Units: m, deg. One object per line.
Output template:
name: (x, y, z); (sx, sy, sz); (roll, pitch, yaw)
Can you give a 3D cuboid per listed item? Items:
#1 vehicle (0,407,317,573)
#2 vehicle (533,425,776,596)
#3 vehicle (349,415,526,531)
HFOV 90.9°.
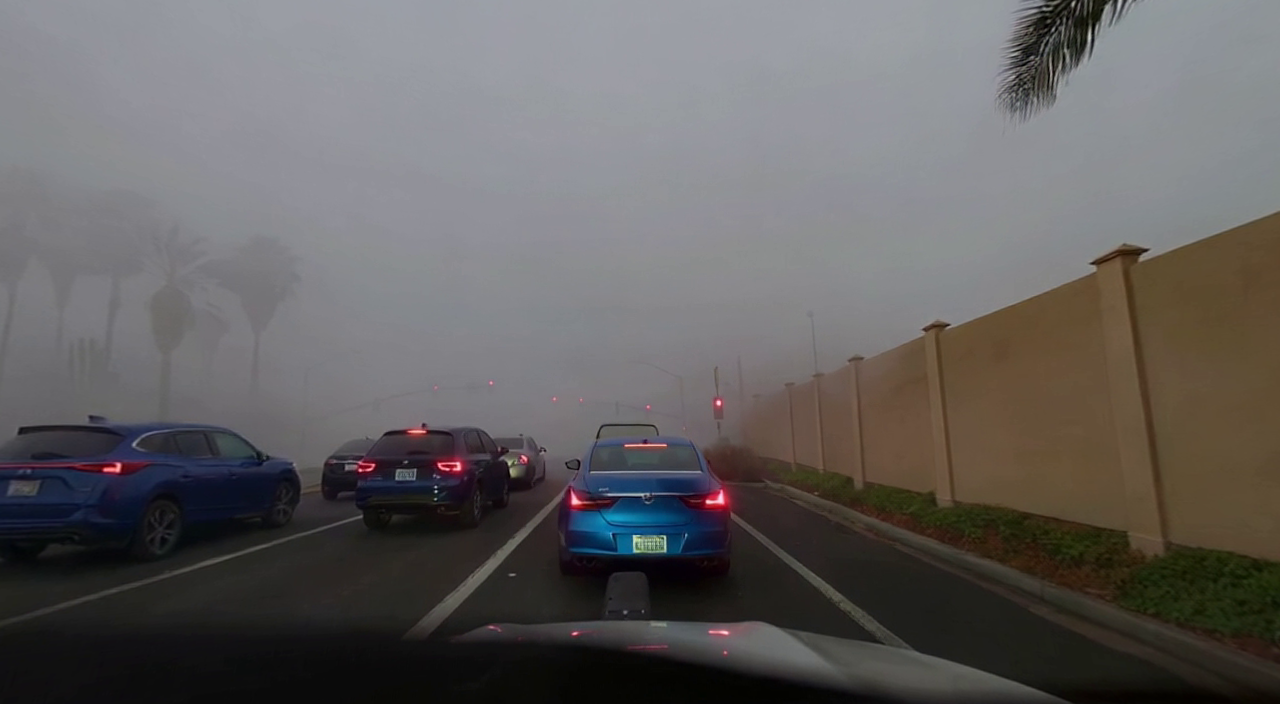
vehicle: (-6.677, 1.779, 8.902); (1.963, 1.721, 4.467); (0, -8, -2)
vehicle: (0.063, 1.709, 7.744); (2.128, 1.473, 4.272); (0, -8, -2)
vehicle: (-3.474, 2.156, 11.777); (2.007, 1.746, 4.136); (0, -8, -1)
